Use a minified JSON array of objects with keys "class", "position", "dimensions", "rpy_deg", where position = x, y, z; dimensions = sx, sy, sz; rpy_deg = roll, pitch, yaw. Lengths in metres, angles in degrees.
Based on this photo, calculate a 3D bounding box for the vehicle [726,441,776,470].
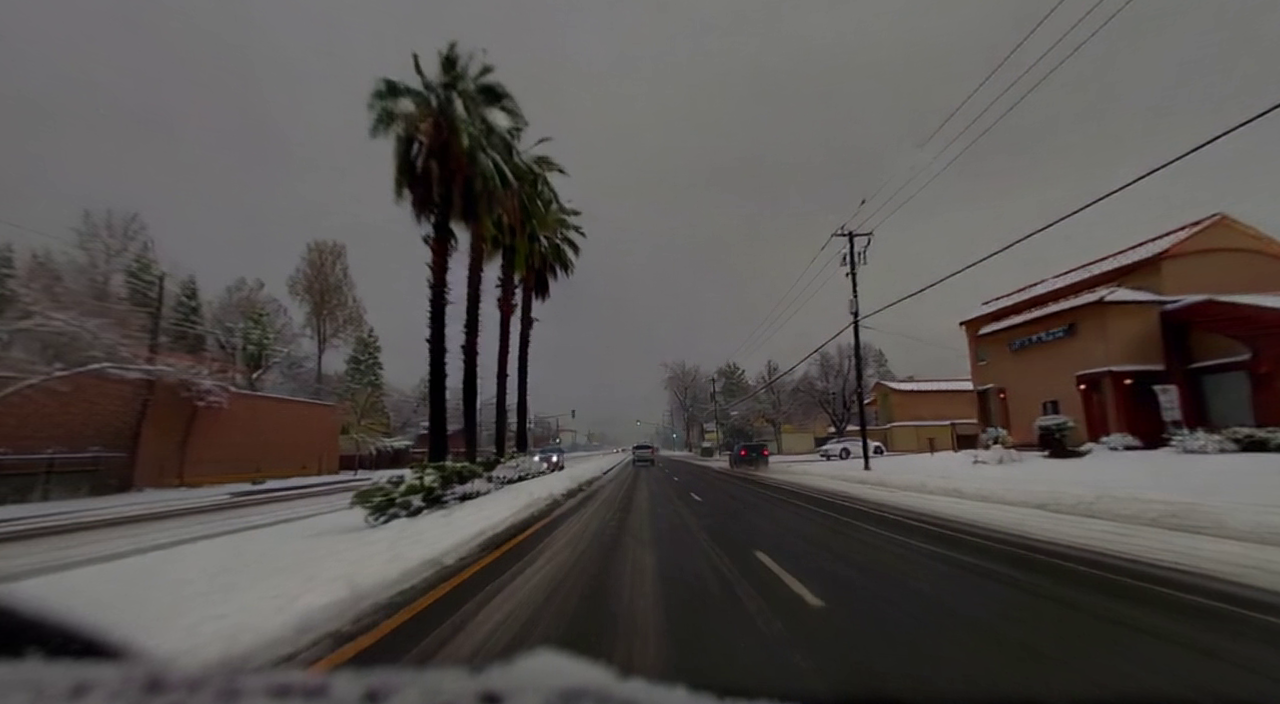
[{"class":"vehicle","position":[6.812,6.409,39.138],"dimensions":[2.252,1.718,4.617],"rpy_deg":[0,-9,0]}]

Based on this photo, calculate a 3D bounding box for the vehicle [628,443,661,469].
[{"class":"vehicle","position":[0.296,7.087,43.100],"dimensions":[2.138,1.702,4.168],"rpy_deg":[0,-9,1]}]
